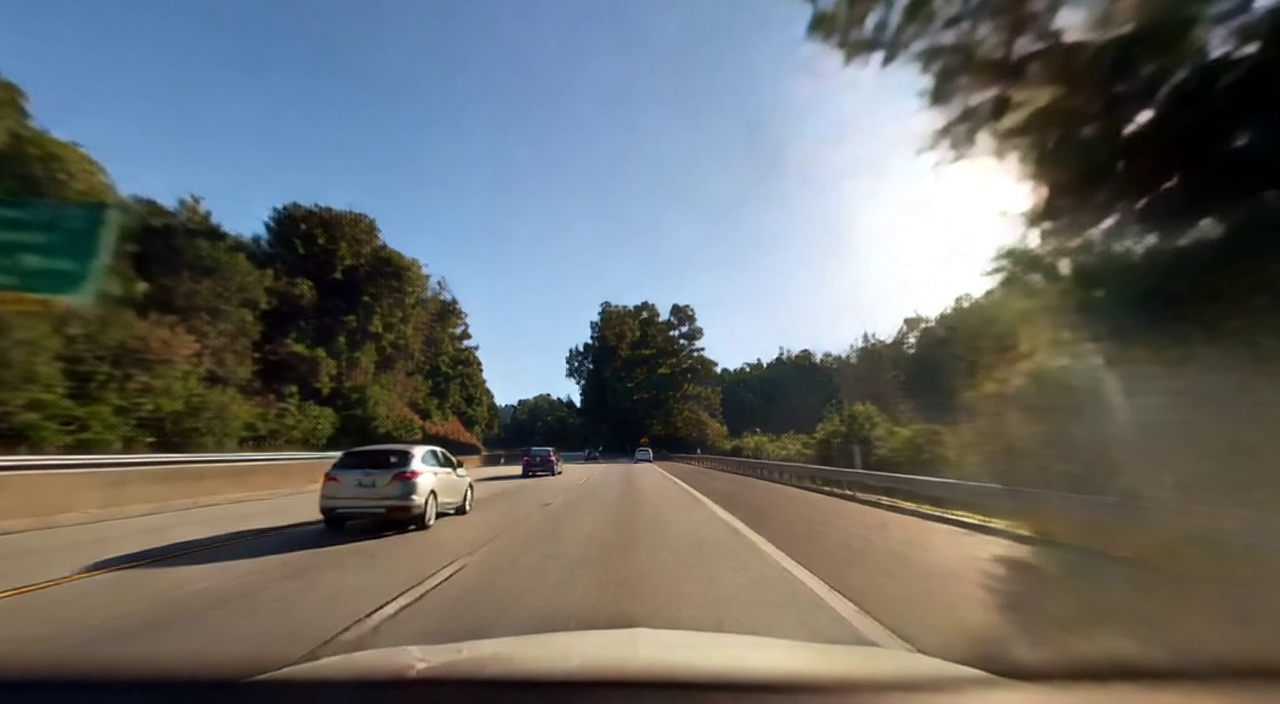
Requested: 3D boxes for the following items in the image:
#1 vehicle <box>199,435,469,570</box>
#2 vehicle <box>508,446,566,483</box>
[{"bbox_3d":[-3.959,1.984,9.050,1.897,1.481,3.859,0,-9,0],"label":"vehicle"},{"bbox_3d":[-4.542,5.010,28.383,1.838,1.508,4.317,0,-9,0],"label":"vehicle"}]
